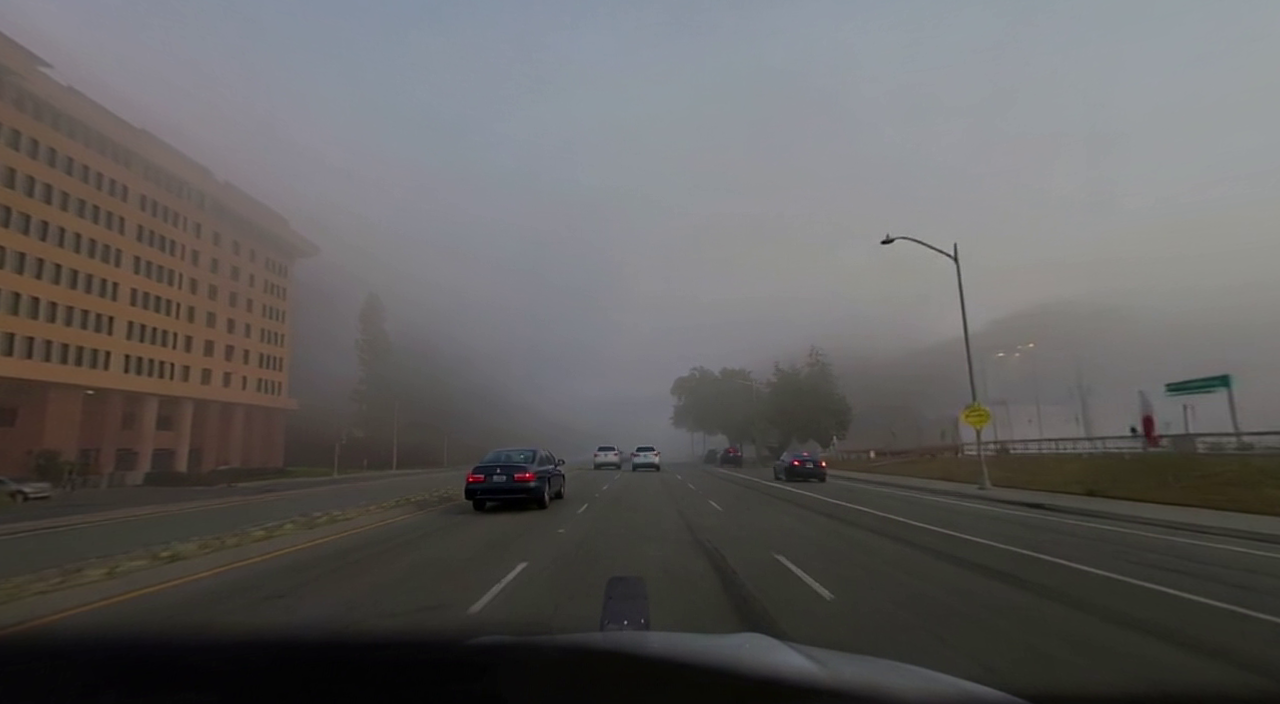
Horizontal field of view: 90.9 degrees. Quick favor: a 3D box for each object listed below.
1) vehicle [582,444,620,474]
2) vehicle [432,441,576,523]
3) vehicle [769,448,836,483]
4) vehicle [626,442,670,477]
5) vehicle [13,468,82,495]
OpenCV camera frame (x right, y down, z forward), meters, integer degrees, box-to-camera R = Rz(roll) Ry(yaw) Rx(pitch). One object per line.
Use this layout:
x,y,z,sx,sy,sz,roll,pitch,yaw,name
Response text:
-2.485,7.016,41.586,2.117,1.799,4.442,0,-9,1,vehicle
-2.735,2.744,13.868,2.095,1.486,4.411,0,-9,1,vehicle
7.274,5.113,28.714,1.884,1.458,4.245,0,-9,0,vehicle
0.448,5.916,34.926,2.304,1.795,4.526,0,-9,1,vehicle
-39.800,8.694,42.484,1.802,1.530,4.596,4,-9,-23,vehicle
